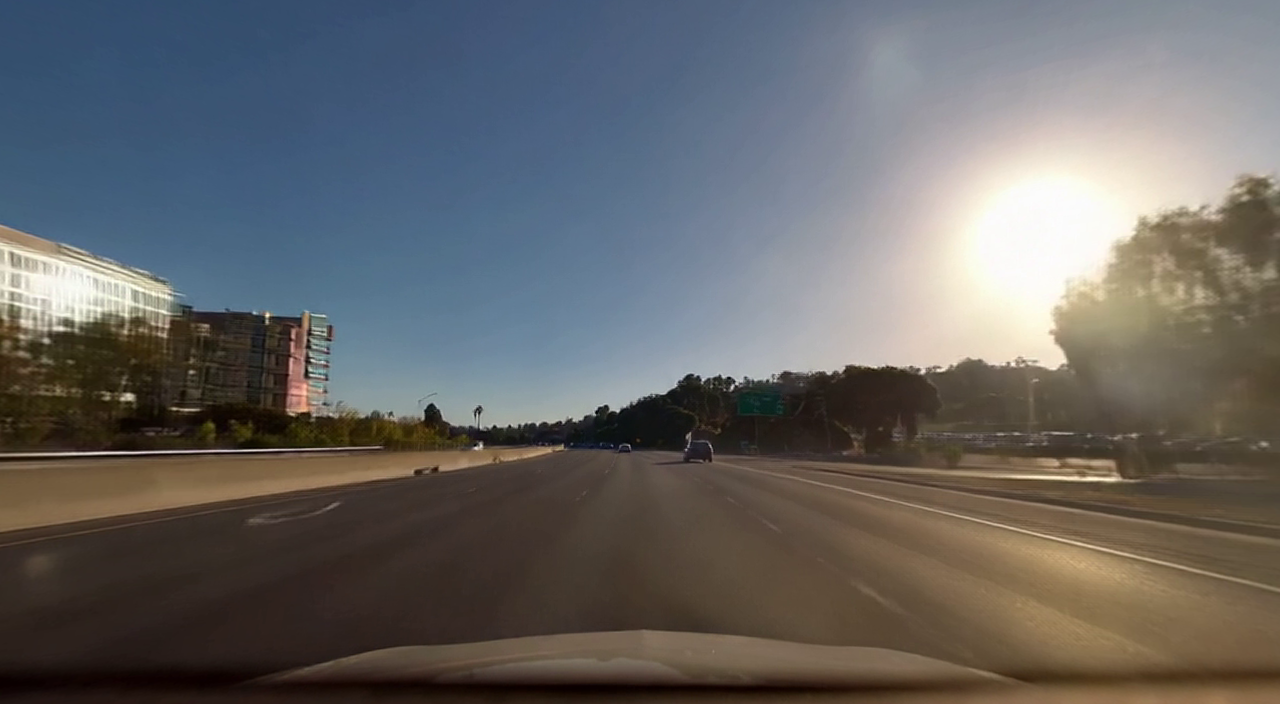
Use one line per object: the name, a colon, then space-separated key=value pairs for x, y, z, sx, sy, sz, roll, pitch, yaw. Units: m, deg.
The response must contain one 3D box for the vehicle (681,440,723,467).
vehicle: x=3.622 y=6.020 z=37.483 sx=1.926 sy=1.477 sz=4.025 roll=0 pitch=-9 yaw=-2
